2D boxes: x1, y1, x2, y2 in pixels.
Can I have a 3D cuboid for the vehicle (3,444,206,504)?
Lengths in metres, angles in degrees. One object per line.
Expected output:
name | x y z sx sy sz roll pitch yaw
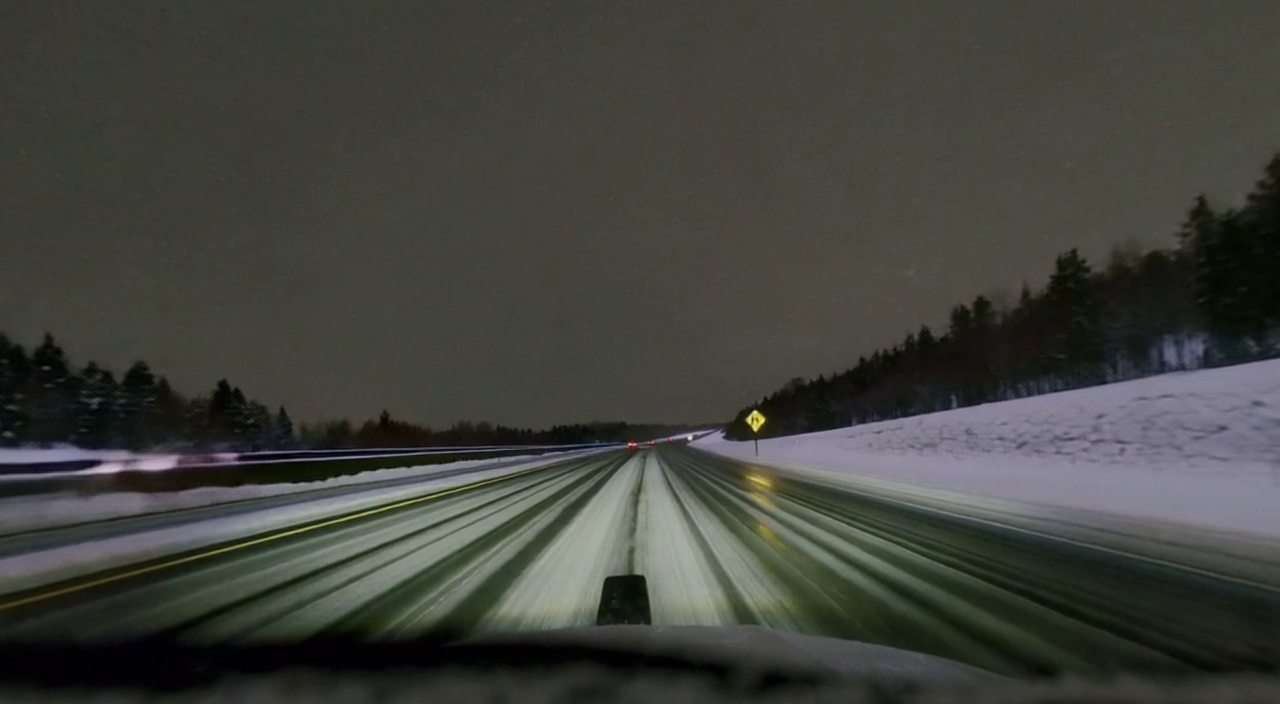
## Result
vehicle | -15.752 3.554 18.940 1.969 1.565 4.592 0 -8 1
